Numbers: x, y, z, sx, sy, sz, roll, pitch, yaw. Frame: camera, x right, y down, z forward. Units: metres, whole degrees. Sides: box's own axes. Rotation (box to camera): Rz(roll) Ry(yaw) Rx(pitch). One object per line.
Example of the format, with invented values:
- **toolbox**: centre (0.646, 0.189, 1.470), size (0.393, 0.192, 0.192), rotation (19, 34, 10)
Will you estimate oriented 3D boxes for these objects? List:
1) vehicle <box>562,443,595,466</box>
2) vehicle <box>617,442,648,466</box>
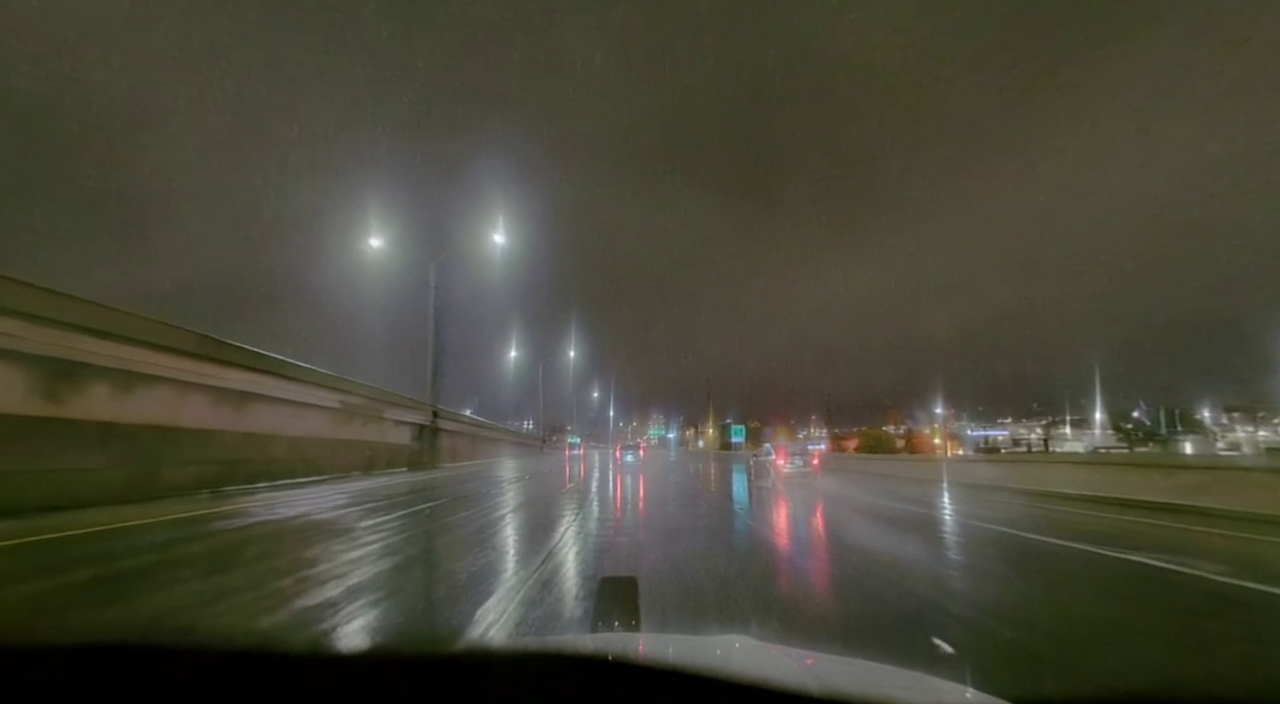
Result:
- **vehicle**: centre (-4.441, 7.459, 46.168), size (2.000, 1.646, 4.201), rotation (0, -8, -1)
- **vehicle**: centre (-0.547, 7.337, 45.678), size (2.132, 1.657, 3.967), rotation (0, -8, -1)
